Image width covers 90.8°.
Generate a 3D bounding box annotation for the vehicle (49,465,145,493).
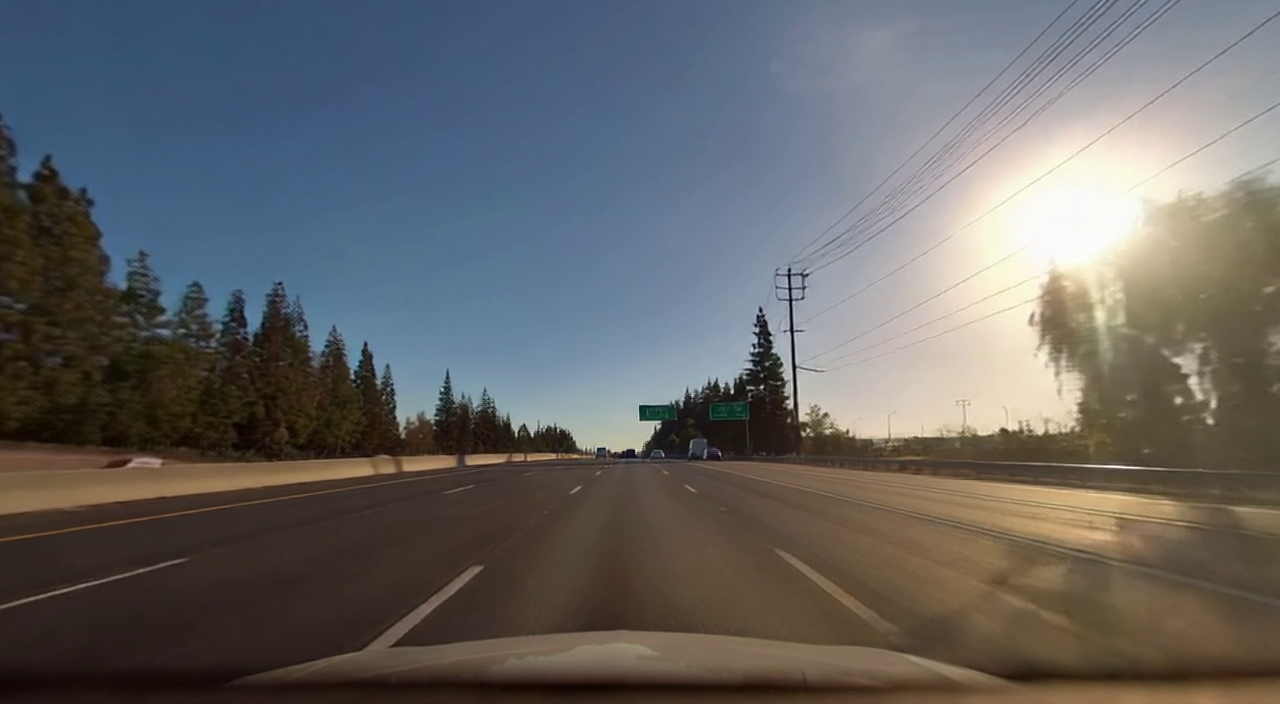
[{"bbox_3d":[-32.815,7.661,38.355,1.889,1.485,4.477,0,-8,-1],"label":"vehicle"}]
